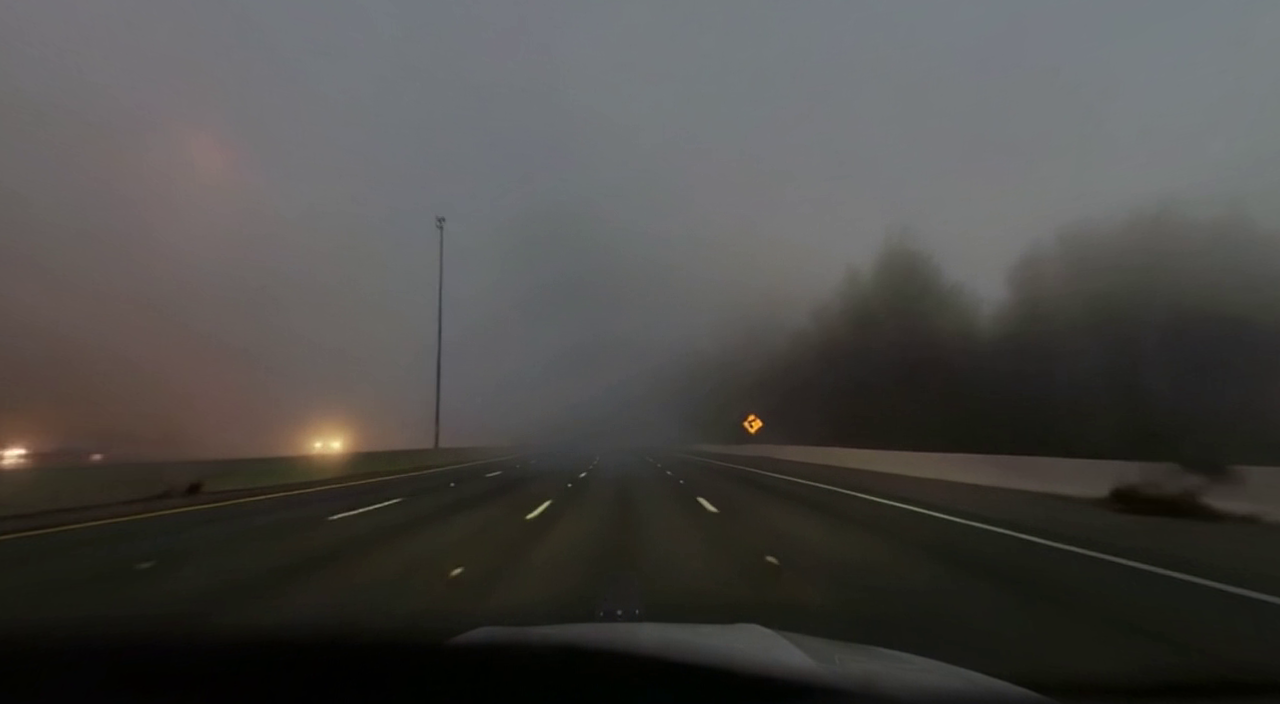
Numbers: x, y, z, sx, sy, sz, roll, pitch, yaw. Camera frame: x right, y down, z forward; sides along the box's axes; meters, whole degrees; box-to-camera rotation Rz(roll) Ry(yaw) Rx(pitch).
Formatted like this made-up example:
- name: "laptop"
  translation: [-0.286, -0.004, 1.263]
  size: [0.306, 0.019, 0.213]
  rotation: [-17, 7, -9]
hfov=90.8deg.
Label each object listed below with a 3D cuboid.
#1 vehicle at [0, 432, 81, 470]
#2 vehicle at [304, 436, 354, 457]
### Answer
- name: "vehicle"
  translation: [-26.957, 4.191, 26.807]
  size: [1.872, 1.534, 5.182]
  rotation: [0, -8, -2]
- name: "vehicle"
  translation: [-24.342, 7.438, 49.605]
  size: [1.846, 1.549, 4.494]
  rotation: [0, -8, -3]
